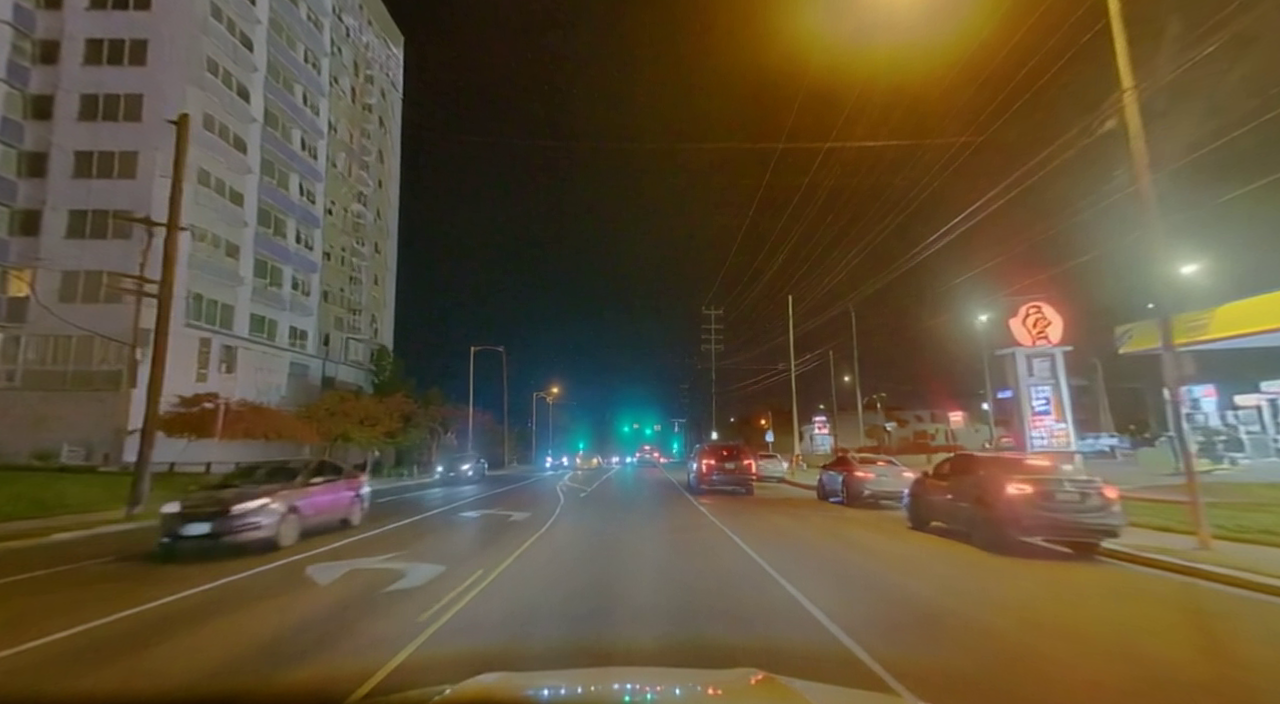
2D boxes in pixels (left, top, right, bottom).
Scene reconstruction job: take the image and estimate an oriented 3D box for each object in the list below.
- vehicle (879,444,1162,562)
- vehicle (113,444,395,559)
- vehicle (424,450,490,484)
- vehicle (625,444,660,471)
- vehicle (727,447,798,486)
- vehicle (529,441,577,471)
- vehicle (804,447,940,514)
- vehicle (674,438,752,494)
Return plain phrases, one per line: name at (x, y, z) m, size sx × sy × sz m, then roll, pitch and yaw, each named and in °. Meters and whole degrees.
vehicle at (5.813, 2.300, 10.511) m, size 1.914 × 1.513 × 4.474 m, roll 0°, pitch -8°, yaw 0°
vehicle at (-5.983, 2.313, 10.583) m, size 2.033 × 1.495 × 4.216 m, roll 0°, pitch -8°, yaw 0°
vehicle at (-8.860, 5.584, 30.998) m, size 1.840 × 1.501 × 4.563 m, roll 0°, pitch -8°, yaw 1°
vehicle at (0.210, 6.345, 38.203) m, size 1.999 × 1.487 × 3.939 m, roll 0°, pitch -8°, yaw 1°
vehicle at (5.155, 4.863, 27.176) m, size 1.910 × 1.477 × 4.205 m, roll 0°, pitch -8°, yaw -4°
vehicle at (-5.716, 6.952, 42.421) m, size 2.241 × 1.880 × 5.665 m, roll -1°, pitch -8°, yaw 2°
vehicle at (5.846, 3.262, 16.605) m, size 1.841 × 1.475 × 4.518 m, roll 0°, pitch -8°, yaw 0°
vehicle at (2.289, 3.697, 20.933) m, size 1.945 × 1.647 × 4.160 m, roll 0°, pitch -8°, yaw -2°
